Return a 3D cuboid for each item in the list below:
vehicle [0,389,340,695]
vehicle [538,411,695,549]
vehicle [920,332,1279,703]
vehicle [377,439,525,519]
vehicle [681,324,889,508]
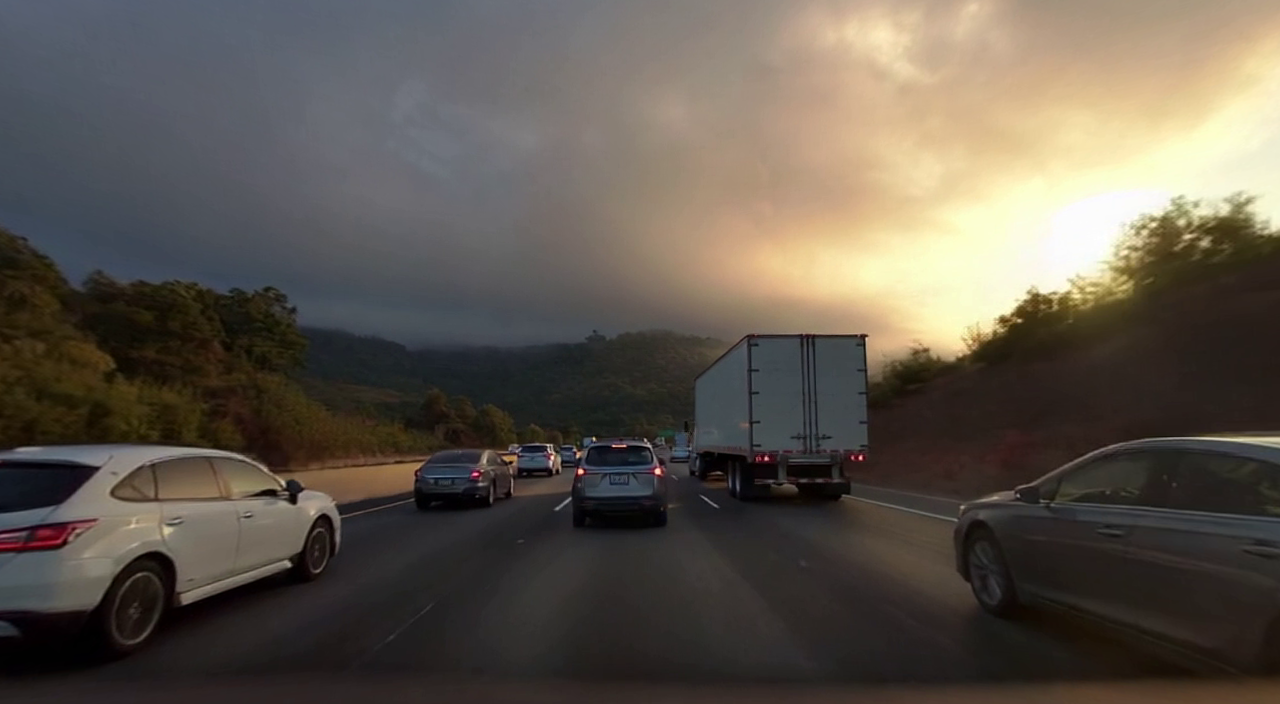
[{"bbox_3d":[-4.325,1.302,5.181,1.789,1.620,3.841,0,-9,0],"label":"vehicle"},{"bbox_3d":[-0.315,2.005,10.405,2.037,1.792,4.194,0,-9,0],"label":"vehicle"},{"bbox_3d":[3.648,0.949,3.473,2.076,1.751,4.666,0,-9,1],"label":"vehicle"},{"bbox_3d":[-3.978,2.741,14.095,1.923,1.503,4.293,0,-9,1],"label":"vehicle"},{"bbox_3d":[3.686,2.589,21.769,3.186,4.111,15.553,0,-9,-1],"label":"vehicle"}]
